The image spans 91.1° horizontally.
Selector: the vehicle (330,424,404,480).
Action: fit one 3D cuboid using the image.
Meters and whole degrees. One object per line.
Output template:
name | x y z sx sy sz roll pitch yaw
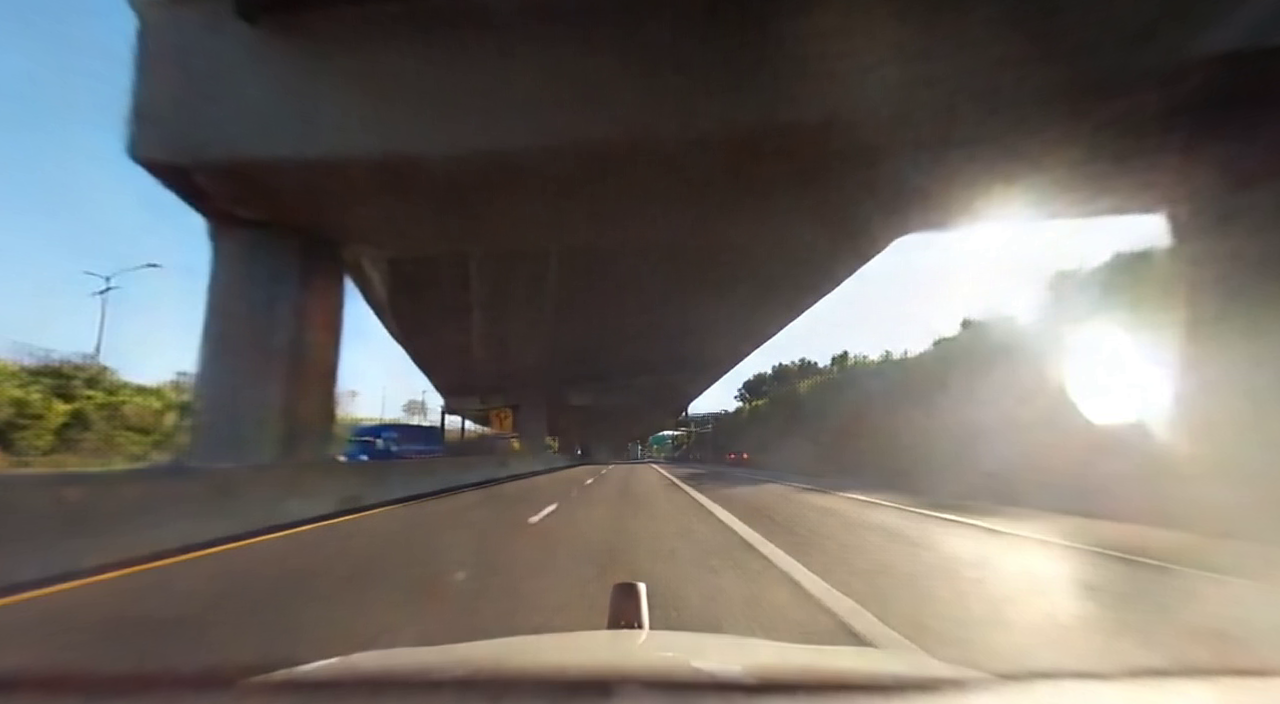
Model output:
vehicle | -20.543 7.543 47.726 2.942 3.931 5.873 -1 -9 0
